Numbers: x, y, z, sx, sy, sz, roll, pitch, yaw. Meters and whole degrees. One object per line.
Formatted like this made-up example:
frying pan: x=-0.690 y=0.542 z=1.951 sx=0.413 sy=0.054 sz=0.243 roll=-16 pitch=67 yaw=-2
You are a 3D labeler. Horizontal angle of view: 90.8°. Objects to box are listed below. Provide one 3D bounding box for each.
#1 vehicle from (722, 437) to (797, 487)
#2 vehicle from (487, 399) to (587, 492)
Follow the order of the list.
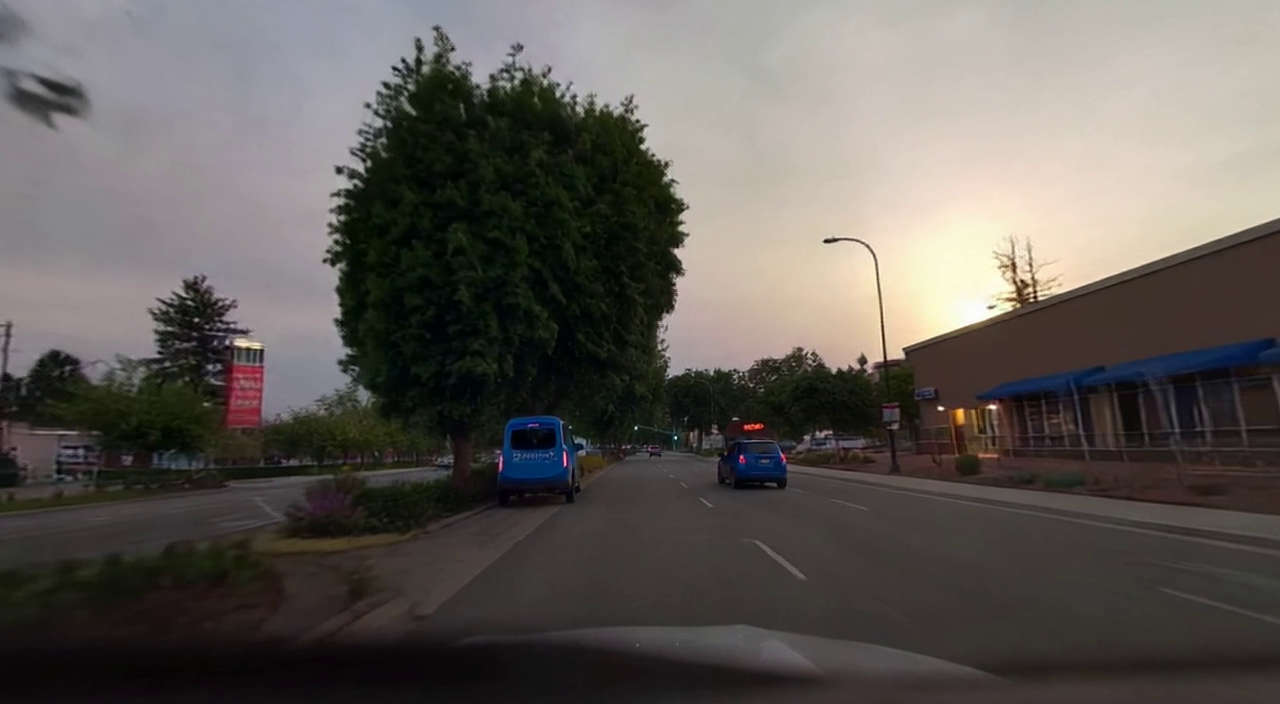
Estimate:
vehicle: x=4.311 y=4.042 z=23.448 sx=1.869 sy=1.646 sz=4.166 roll=0 pitch=-9 yaw=-2
vehicle: x=-3.375 y=3.286 z=22.178 sx=2.443 sy=2.784 sz=5.862 roll=0 pitch=-9 yaw=1
